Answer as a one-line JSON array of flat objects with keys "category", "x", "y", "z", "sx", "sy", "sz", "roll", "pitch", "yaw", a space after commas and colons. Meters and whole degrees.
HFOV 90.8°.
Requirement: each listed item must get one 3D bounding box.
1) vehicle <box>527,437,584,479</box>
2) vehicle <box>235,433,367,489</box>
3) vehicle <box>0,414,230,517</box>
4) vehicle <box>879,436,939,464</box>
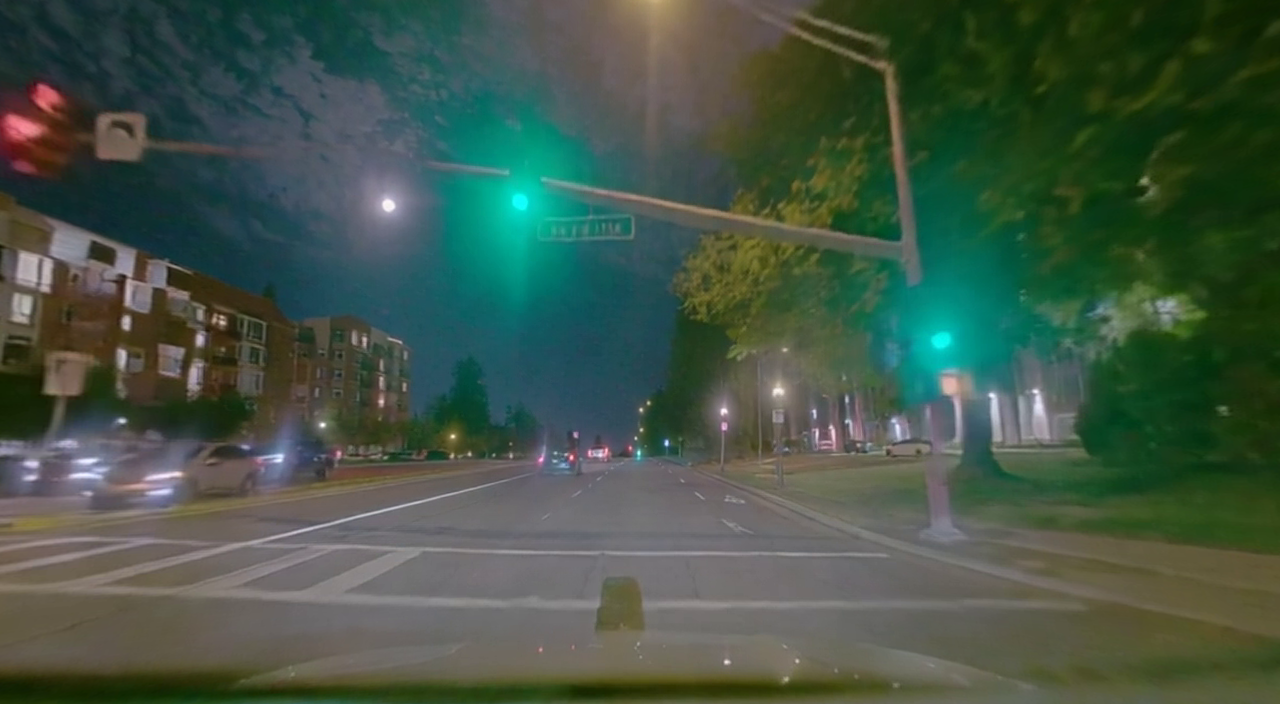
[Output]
[{"category": "vehicle", "x": -3.746, "y": 4.778, "z": 28.746, "sx": 1.959, "sy": 1.741, "sz": 4.141, "roll": 0, "pitch": -8, "yaw": 0}, {"category": "vehicle", "x": -11.608, "y": 3.757, "z": 22.065, "sx": 2.040, "sy": 1.707, "sz": 4.522, "roll": 0, "pitch": -8, "yaw": 1}, {"category": "vehicle", "x": -11.794, "y": 2.462, "z": 13.865, "sx": 2.105, "sy": 1.759, "sz": 5.403, "roll": -4, "pitch": -9, "yaw": -1}, {"category": "vehicle", "x": 17.638, "y": 6.409, "z": 41.689, "sx": 1.995, "sy": 1.554, "sz": 4.943, "roll": -5, "pitch": -8, "yaw": 3}]
